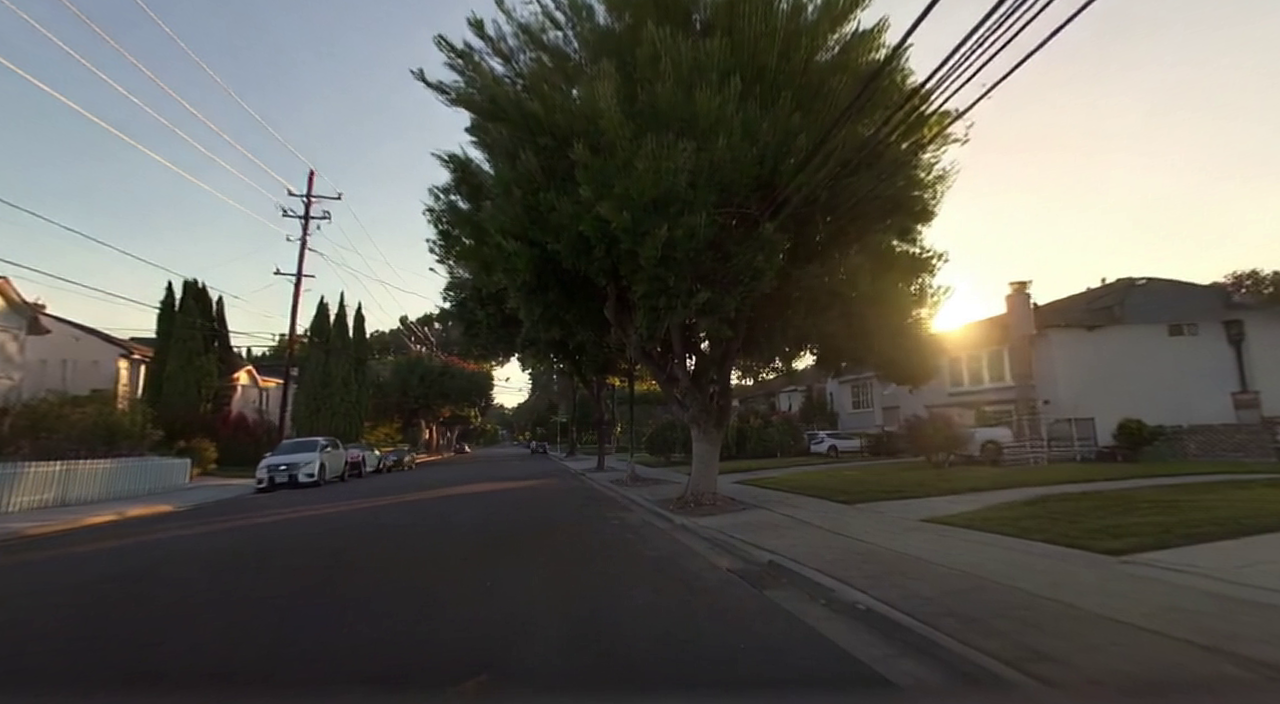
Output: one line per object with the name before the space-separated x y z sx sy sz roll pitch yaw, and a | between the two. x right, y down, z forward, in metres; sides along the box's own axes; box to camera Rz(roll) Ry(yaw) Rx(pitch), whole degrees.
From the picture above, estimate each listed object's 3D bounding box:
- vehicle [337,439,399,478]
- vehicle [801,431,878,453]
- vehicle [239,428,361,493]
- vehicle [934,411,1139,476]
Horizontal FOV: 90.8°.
vehicle | -13.969 5.459 32.746 1.939 1.756 4.767 -2 -8 -11
vehicle | 10.486 4.777 33.324 3.606 1.094 1.420 2 -8 -9
vehicle | -11.952 3.857 22.762 2.240 1.940 5.429 -1 -9 -10
vehicle | 11.397 2.654 18.329 4.842 1.728 1.875 1 -9 -8
